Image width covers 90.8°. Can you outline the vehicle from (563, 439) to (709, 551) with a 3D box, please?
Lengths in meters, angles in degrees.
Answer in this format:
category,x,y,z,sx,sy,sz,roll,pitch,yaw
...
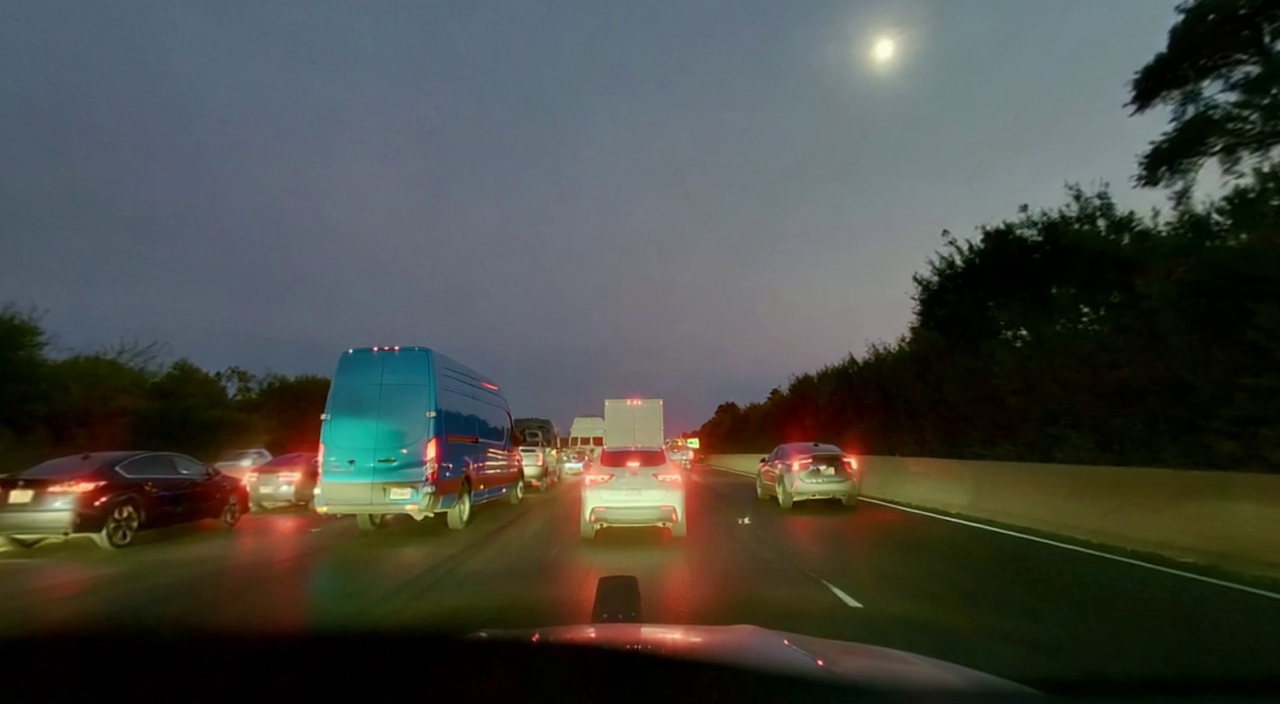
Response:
category,x,y,z,sx,sy,sz,roll,pitch,yaw
vehicle,-0.087,2.213,10.350,1.995,1.495,3.380,0,-9,-1

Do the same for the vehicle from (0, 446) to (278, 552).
category,x,y,z,sx,sy,sz,roll,pitch,yaw
vehicle,-8.837,2.475,11.377,1.899,1.503,4.466,-1,-9,1

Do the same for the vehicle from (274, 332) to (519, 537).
category,x,y,z,sx,sy,sz,roll,pitch,yaw
vehicle,-4.060,1.647,12.297,2.254,2.879,6.656,0,-9,-2
